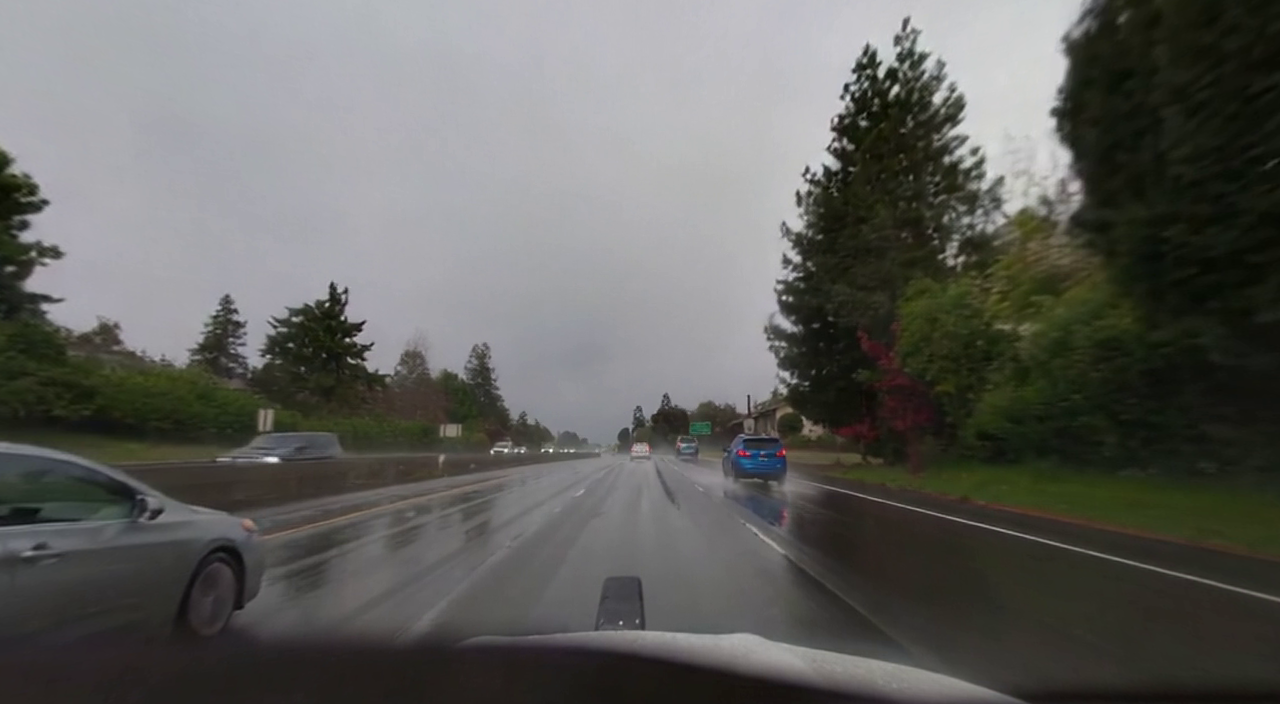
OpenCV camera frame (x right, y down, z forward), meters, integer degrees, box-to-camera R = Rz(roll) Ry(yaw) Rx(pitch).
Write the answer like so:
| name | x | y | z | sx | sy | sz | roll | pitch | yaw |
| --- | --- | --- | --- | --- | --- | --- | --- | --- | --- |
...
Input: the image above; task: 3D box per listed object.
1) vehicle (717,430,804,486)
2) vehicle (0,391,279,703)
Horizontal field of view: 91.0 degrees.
| name | x | y | z | sx | sy | sz | roll | pitch | yaw |
| --- | --- | --- | --- | --- | --- | --- | --- | --- | --- |
| vehicle | 3.964 | 3.571 | 21.470 | 2.092 | 1.686 | 4.188 | 0 | -9 | -1 |
| vehicle | -3.709 | 0.890 | 2.360 | 2.036 | 1.528 | 4.400 | 0 | -9 | 1 |
